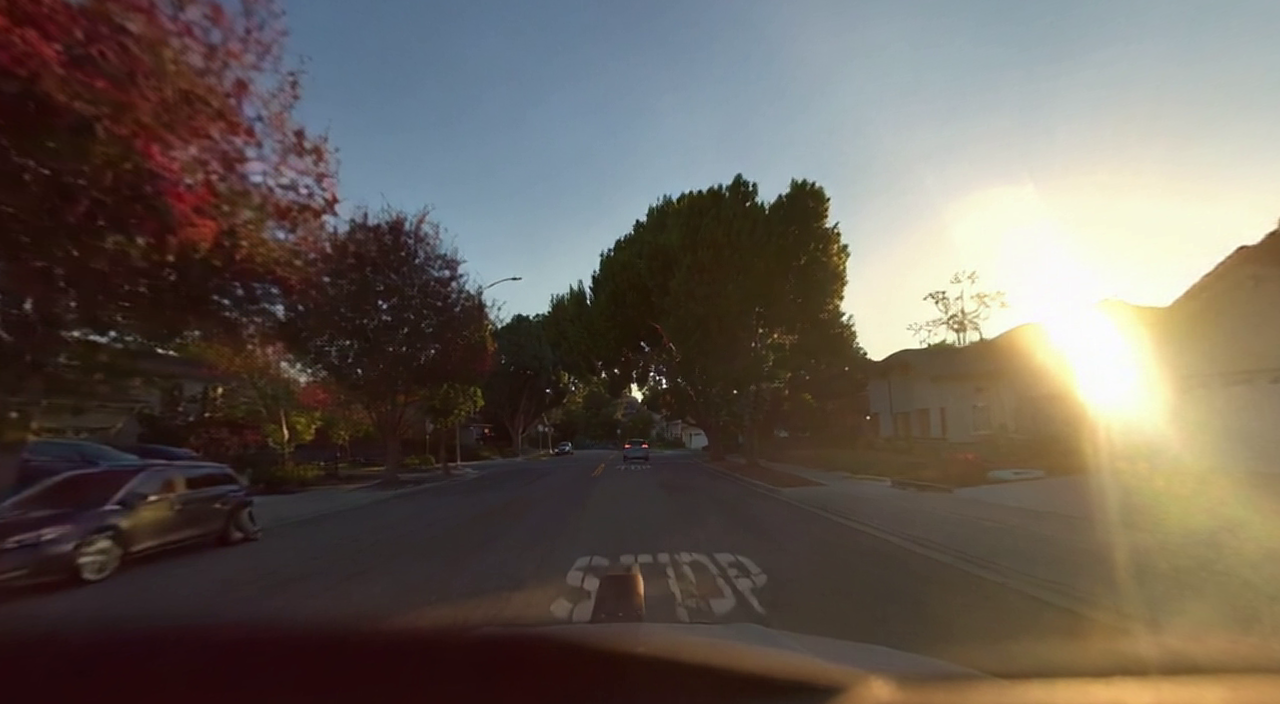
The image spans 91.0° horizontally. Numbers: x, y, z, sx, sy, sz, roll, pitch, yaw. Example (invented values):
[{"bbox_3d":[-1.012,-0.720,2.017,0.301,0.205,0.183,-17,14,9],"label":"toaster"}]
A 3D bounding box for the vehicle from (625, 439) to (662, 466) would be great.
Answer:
[{"bbox_3d":[0.201,5.841,36.637,2.043,1.484,4.340,0,-9,0],"label":"vehicle"}]

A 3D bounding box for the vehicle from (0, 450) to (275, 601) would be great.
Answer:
[{"bbox_3d":[-6.956,2.085,8.440,1.789,1.481,3.957,0,-9,-1],"label":"vehicle"}]
